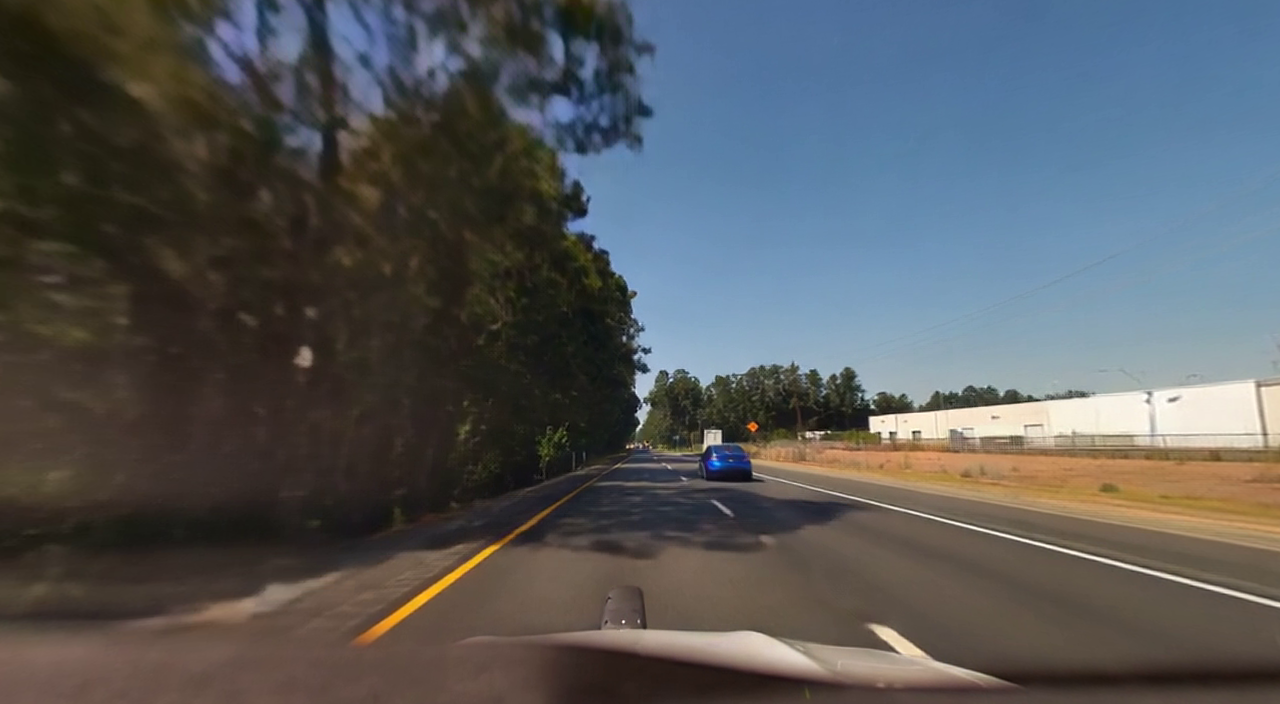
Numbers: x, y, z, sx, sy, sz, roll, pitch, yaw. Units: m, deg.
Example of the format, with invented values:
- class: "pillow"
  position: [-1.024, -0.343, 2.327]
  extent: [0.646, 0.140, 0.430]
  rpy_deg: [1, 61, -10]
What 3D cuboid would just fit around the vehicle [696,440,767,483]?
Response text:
- class: "vehicle"
  position: [3.448, 4.218, 24.468]
  extent: [2.079, 1.531, 3.997]
  rpy_deg: [0, -9, -1]
